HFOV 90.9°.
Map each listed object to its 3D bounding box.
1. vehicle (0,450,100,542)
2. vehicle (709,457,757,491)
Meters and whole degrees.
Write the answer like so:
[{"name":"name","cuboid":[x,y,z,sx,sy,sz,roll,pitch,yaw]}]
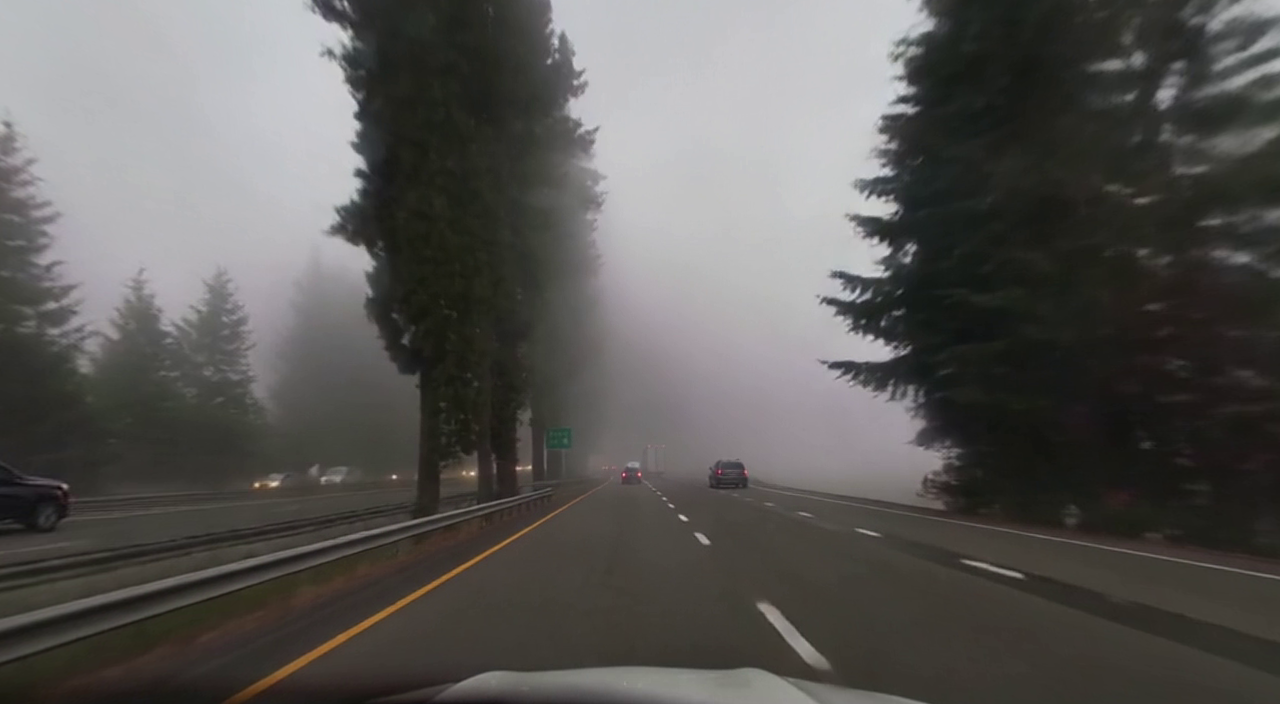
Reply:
[{"name":"vehicle","cuboid":[-12.309,2.445,10.646,1.952,1.618,4.859,1,-10,1]},{"name":"vehicle","cuboid":[5.189,6.913,35.821,1.998,1.776,4.663,1,-10,-1]}]
